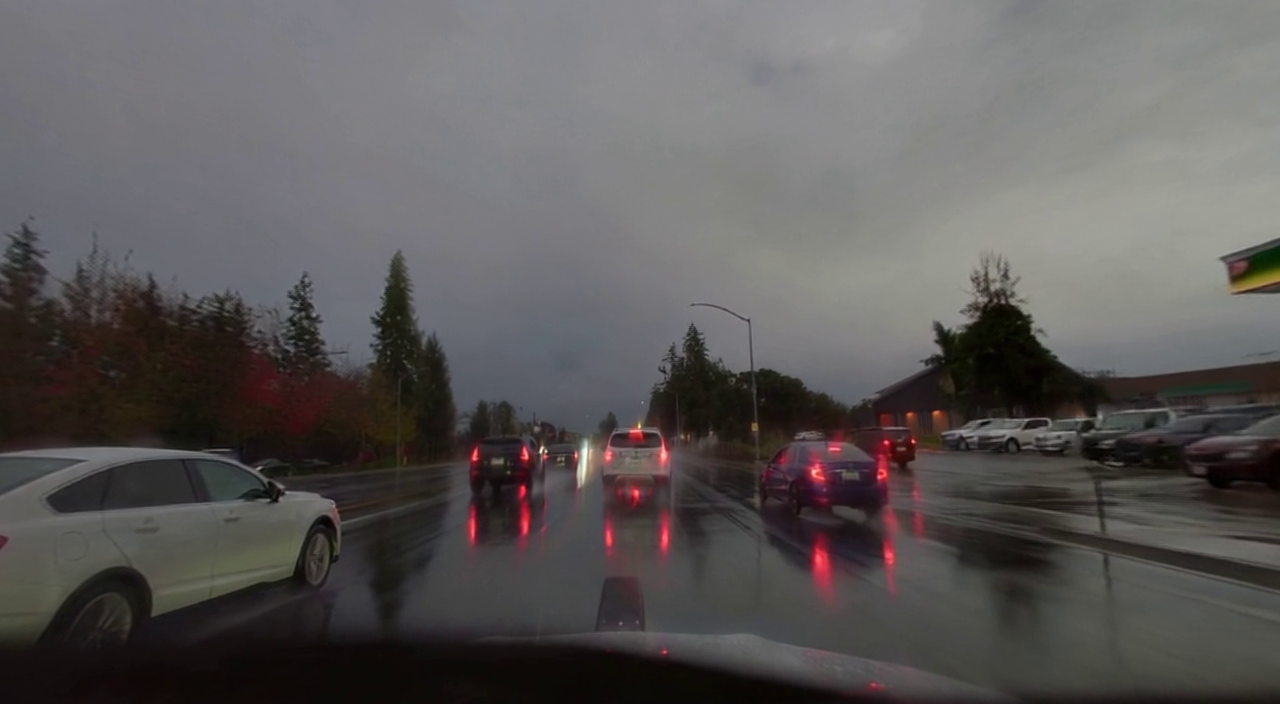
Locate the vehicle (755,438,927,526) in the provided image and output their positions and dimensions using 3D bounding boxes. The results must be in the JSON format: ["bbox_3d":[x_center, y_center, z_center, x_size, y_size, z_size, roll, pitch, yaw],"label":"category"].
[{"bbox_3d":[3.791,2.522,12.925,1.888,1.456,4.589,0,-8,-2],"label":"vehicle"}]

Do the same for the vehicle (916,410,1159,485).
[{"bbox_3d":[12.306,3.042,19.948,5.966,1.991,2.353,-9,-12,43],"label":"vehicle"}]

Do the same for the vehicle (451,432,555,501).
[{"bbox_3d":[-3.668,3.145,17.755,1.932,1.695,4.150,0,-8,1],"label":"vehicle"}]

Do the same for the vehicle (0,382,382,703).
[{"bbox_3d":[-3.590,1.191,4.427,1.864,1.574,4.031,0,-8,0],"label":"vehicle"}]

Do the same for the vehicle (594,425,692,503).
[{"bbox_3d":[0.047,2.938,16.968,2.279,1.803,4.254,0,-8,-1],"label":"vehicle"}]

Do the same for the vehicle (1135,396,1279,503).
[{"bbox_3d":[11.626,1.714,11.170,1.918,1.765,4.668,0,-8,0],"label":"vehicle"}]

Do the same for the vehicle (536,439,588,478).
[{"bbox_3d":[-3.524,4.876,29.132,1.871,1.673,3.920,0,-8,0],"label":"vehicle"}]
